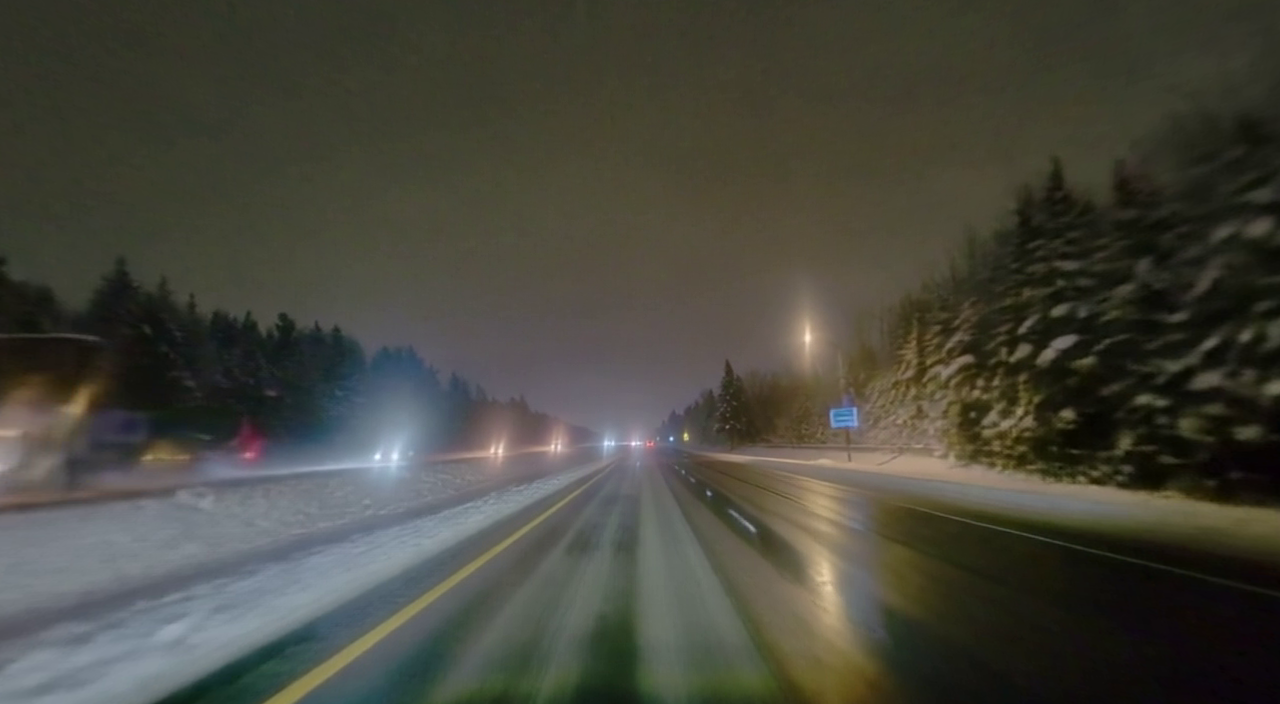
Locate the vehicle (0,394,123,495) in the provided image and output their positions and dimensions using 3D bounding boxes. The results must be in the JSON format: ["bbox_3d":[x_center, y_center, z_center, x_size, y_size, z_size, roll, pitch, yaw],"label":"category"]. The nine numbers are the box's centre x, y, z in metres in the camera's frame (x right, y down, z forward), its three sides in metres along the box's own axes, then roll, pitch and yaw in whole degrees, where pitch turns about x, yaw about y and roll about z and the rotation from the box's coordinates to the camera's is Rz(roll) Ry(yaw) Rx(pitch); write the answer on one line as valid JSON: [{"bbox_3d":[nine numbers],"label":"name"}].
[{"bbox_3d":[-28.603,4.279,29.111,2.959,4.243,7.308,0,-8,1],"label":"vehicle"}]
